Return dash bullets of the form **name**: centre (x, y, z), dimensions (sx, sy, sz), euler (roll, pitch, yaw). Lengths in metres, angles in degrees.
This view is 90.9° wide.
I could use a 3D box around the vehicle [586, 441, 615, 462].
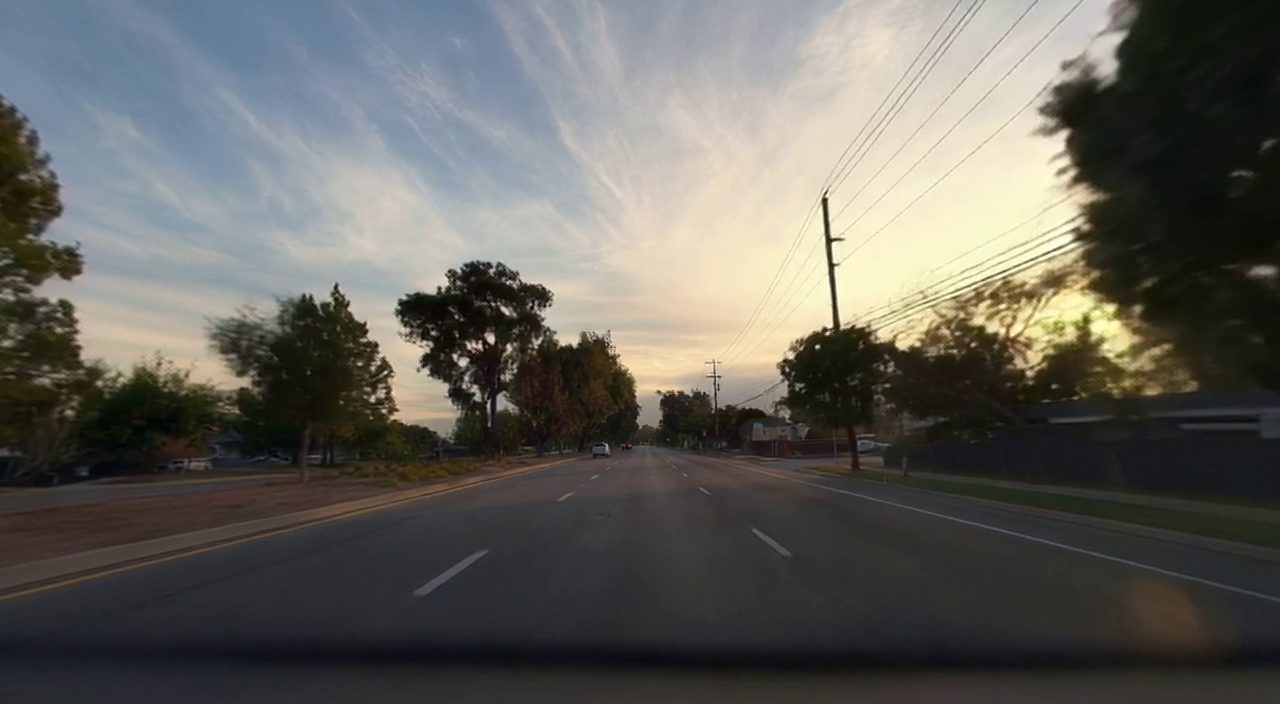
- **vehicle**: centre (-3.008, 7.698, 48.697), dimensions (2.007, 1.514, 4.049), euler (0, -9, 1)
